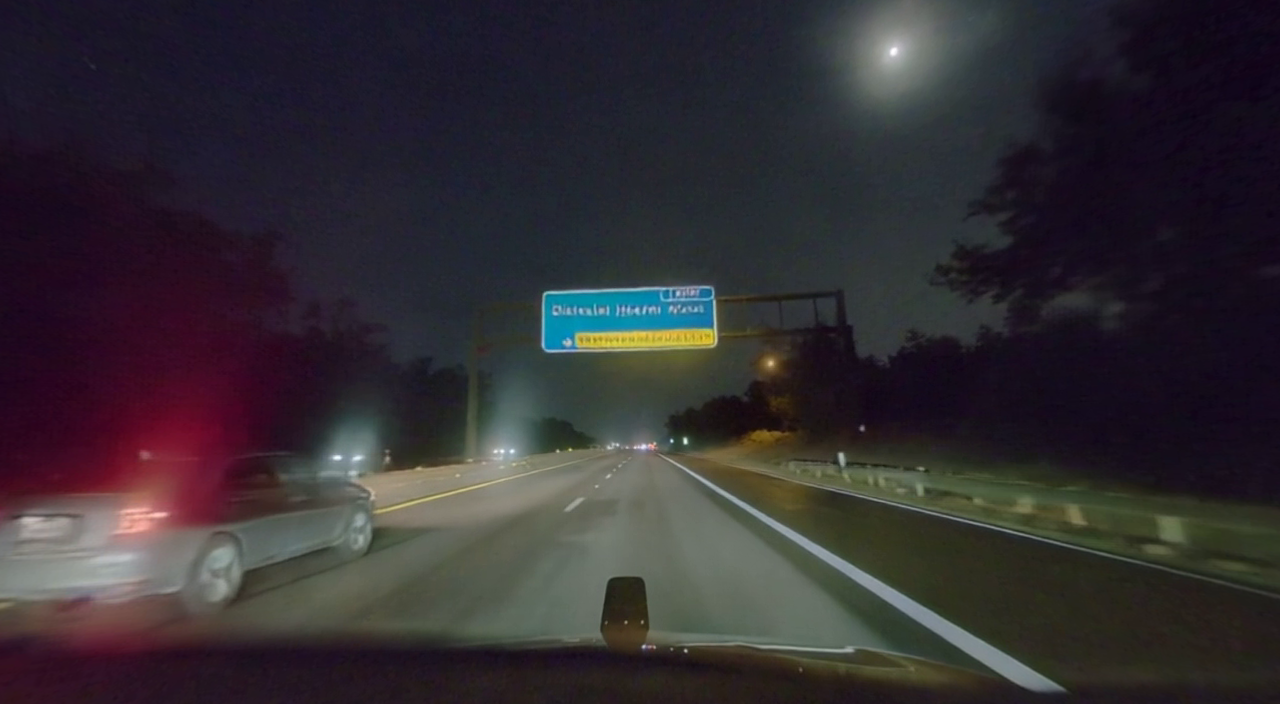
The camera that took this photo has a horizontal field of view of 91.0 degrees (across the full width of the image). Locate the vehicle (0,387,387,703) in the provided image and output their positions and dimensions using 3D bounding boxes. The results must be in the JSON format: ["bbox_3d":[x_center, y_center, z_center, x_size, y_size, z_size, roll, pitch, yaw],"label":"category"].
[{"bbox_3d":[-3.833,1.212,4.693,2.051,1.531,4.250,0,-8,1],"label":"vehicle"}]
